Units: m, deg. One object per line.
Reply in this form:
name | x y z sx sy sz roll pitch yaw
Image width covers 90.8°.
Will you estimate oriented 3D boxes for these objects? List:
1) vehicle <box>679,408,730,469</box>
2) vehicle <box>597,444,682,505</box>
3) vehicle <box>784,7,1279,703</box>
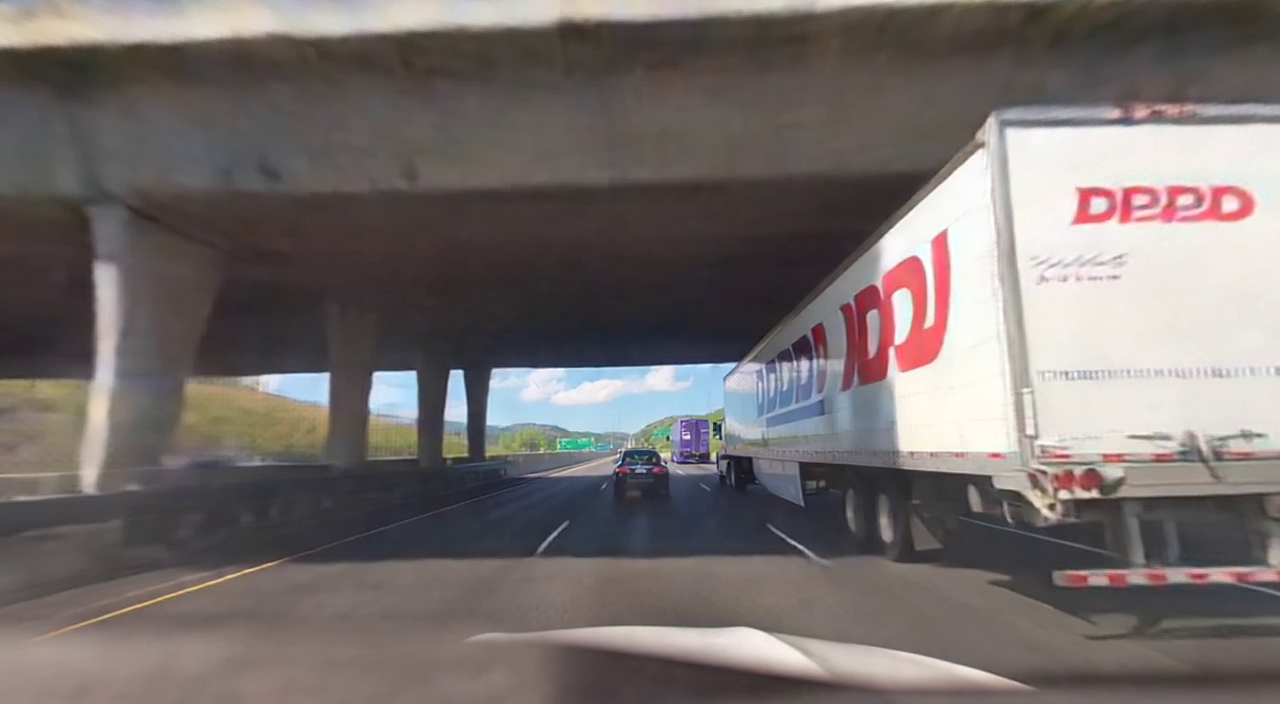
vehicle | 4.537 6.425 46.319 2.801 4.039 8.684 0 -9 0
vehicle | -0.020 3.233 17.045 2.029 1.437 3.794 0 -9 0
vehicle | 4.163 0.490 7.638 2.802 3.956 8.291 0 -9 0
